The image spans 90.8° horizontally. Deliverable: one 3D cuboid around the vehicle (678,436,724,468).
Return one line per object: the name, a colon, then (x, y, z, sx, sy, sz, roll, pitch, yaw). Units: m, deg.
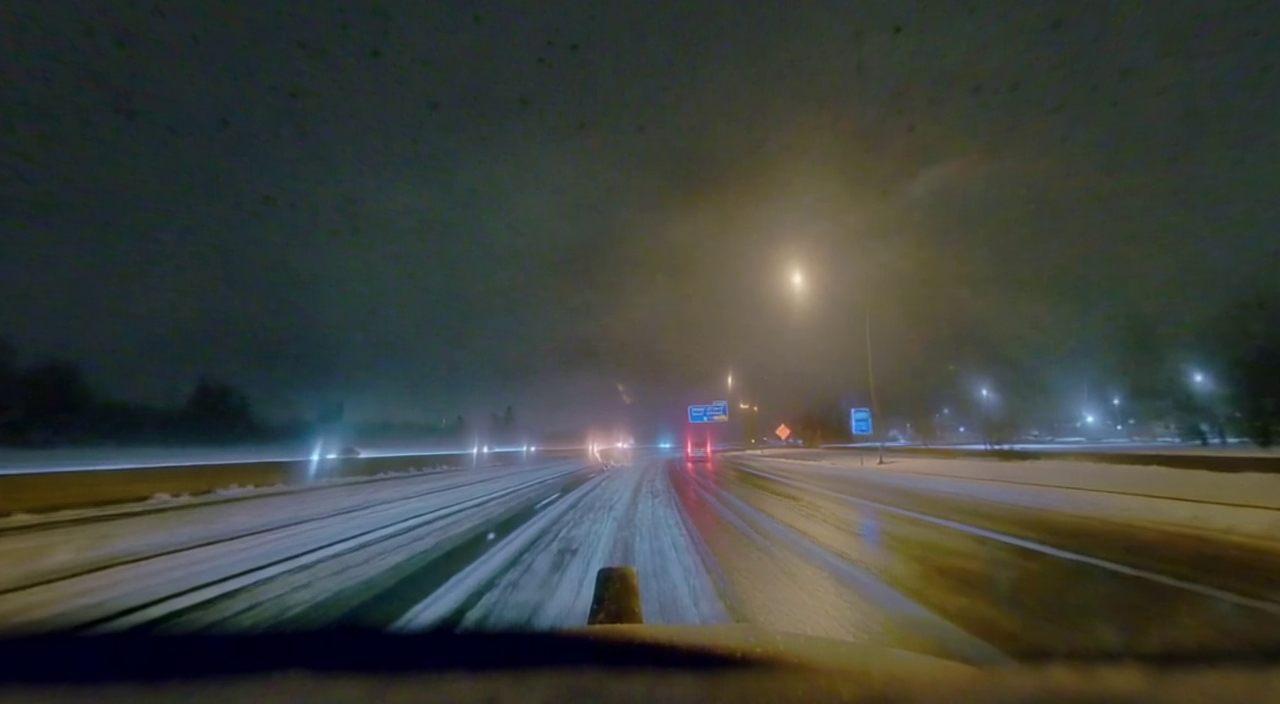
vehicle: (3.549, 5.902, 37.389, 2.224, 1.738, 4.376, 0, -9, -1)
